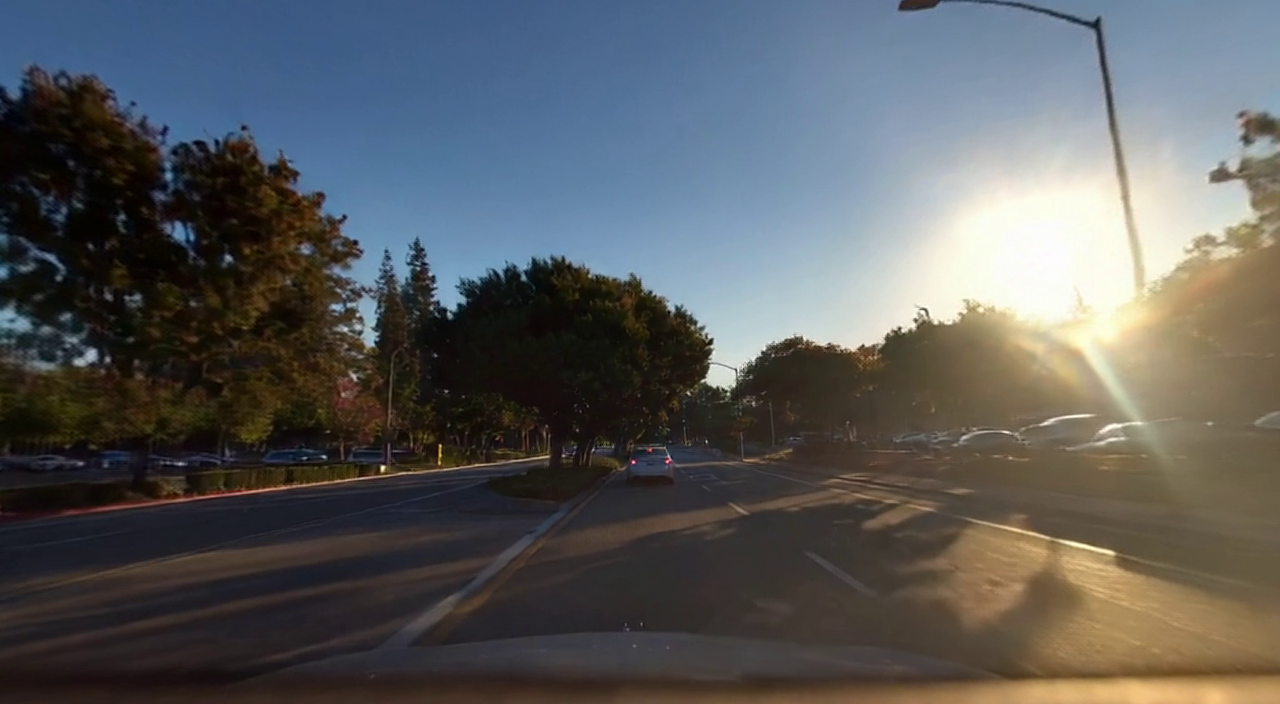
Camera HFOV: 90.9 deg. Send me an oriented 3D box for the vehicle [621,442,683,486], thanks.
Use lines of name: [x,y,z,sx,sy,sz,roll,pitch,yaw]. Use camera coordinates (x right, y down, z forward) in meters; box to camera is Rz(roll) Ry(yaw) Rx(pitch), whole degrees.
vehicle: [0.380,4.047,23.184,2.093,1.442,3.977,0,-8,-1]

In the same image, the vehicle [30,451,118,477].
vehicle: [-42.340,8.379,47.254,4.467,1.834,2.087,0,-8,-1]

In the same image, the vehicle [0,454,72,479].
vehicle: [-43.029,8.050,44.482,4.057,1.666,1.849,0,-8,1]
